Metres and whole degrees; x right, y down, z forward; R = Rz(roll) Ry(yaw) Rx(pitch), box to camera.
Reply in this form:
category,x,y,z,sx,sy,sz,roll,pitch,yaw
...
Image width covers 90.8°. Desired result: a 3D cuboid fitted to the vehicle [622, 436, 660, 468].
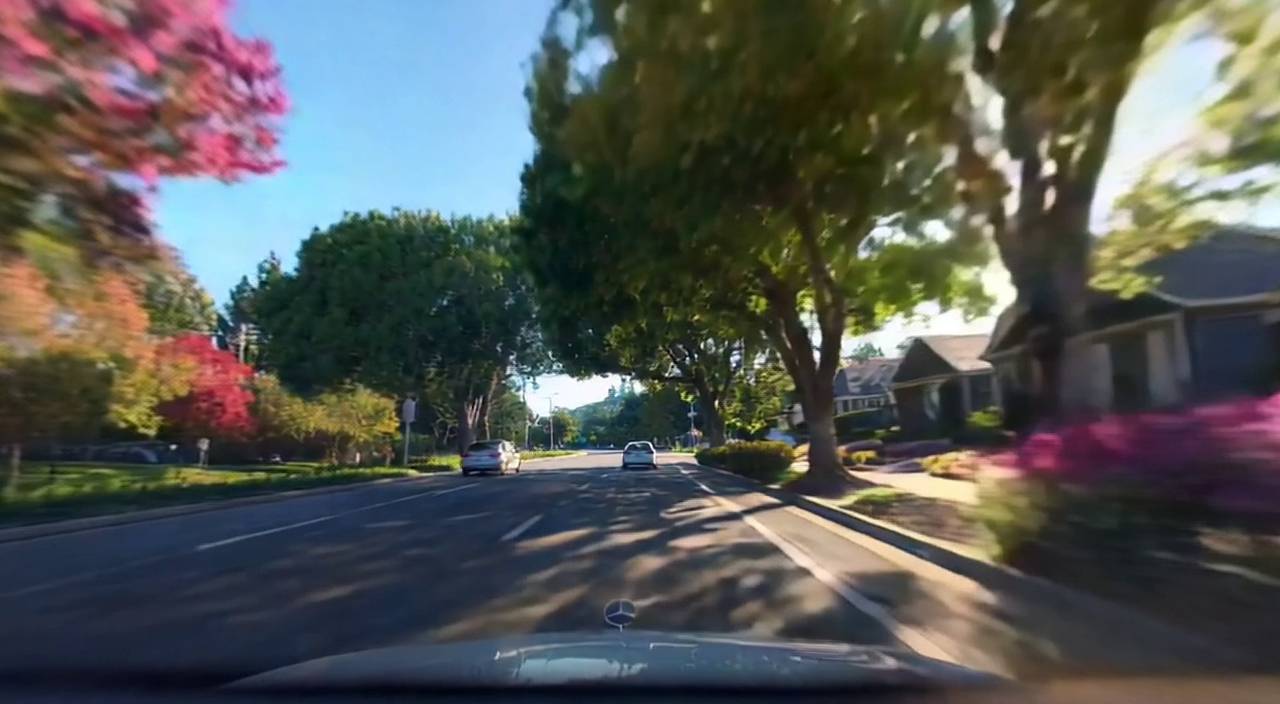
category,x,y,z,sx,sy,sz,roll,pitch,yaw
vehicle,0.053,5.803,36.817,2.070,1.764,4.552,0,-8,1

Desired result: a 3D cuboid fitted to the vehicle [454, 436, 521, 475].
category,x,y,z,sx,sy,sz,roll,pitch,yaw
vehicle,-7.051,4.841,29.745,1.993,1.657,4.487,0,-8,1
